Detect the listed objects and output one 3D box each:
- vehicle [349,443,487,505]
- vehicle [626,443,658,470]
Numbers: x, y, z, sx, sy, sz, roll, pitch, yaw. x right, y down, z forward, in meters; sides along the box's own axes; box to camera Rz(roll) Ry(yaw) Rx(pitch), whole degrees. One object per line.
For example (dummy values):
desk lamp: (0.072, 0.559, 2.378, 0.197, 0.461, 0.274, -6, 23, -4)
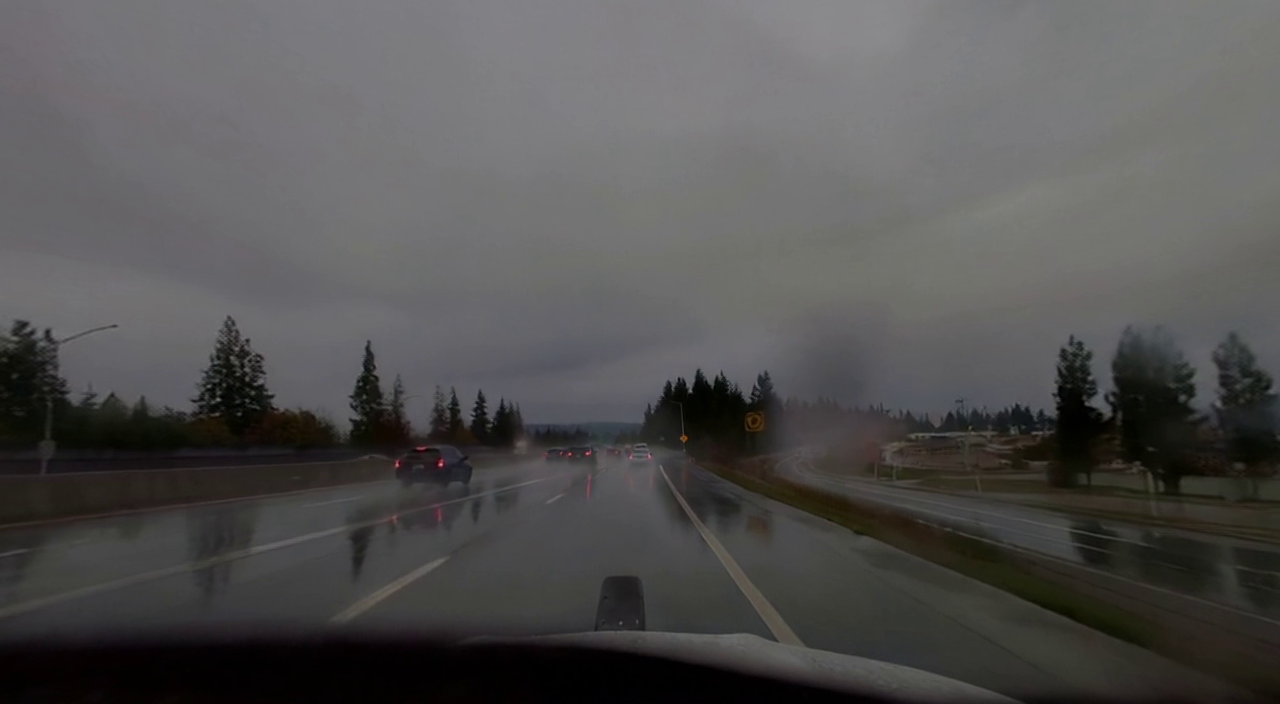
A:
vehicle: (-6.370, 3.540, 18.888, 2.102, 1.562, 4.884, -1, -9, 4)
vehicle: (0.206, 7.407, 44.964, 2.179, 1.742, 4.396, -1, -9, 2)
